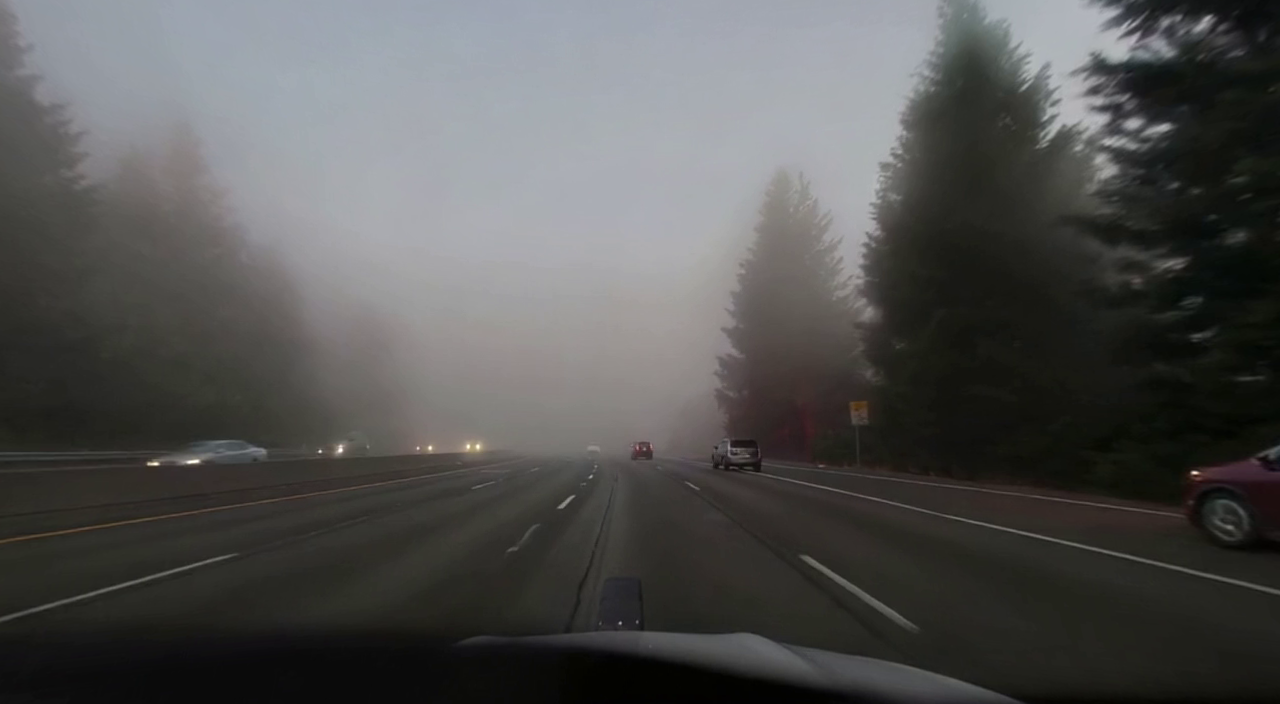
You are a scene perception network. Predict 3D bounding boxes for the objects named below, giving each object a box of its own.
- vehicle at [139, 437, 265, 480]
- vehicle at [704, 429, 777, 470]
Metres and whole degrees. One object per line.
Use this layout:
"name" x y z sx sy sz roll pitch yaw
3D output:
"vehicle" -18.726 4.564 27.346 2.272 1.706 4.604 0 -8 -2
"vehicle" 5.377 5.387 34.922 2.504 2.033 5.979 1 -8 -6
